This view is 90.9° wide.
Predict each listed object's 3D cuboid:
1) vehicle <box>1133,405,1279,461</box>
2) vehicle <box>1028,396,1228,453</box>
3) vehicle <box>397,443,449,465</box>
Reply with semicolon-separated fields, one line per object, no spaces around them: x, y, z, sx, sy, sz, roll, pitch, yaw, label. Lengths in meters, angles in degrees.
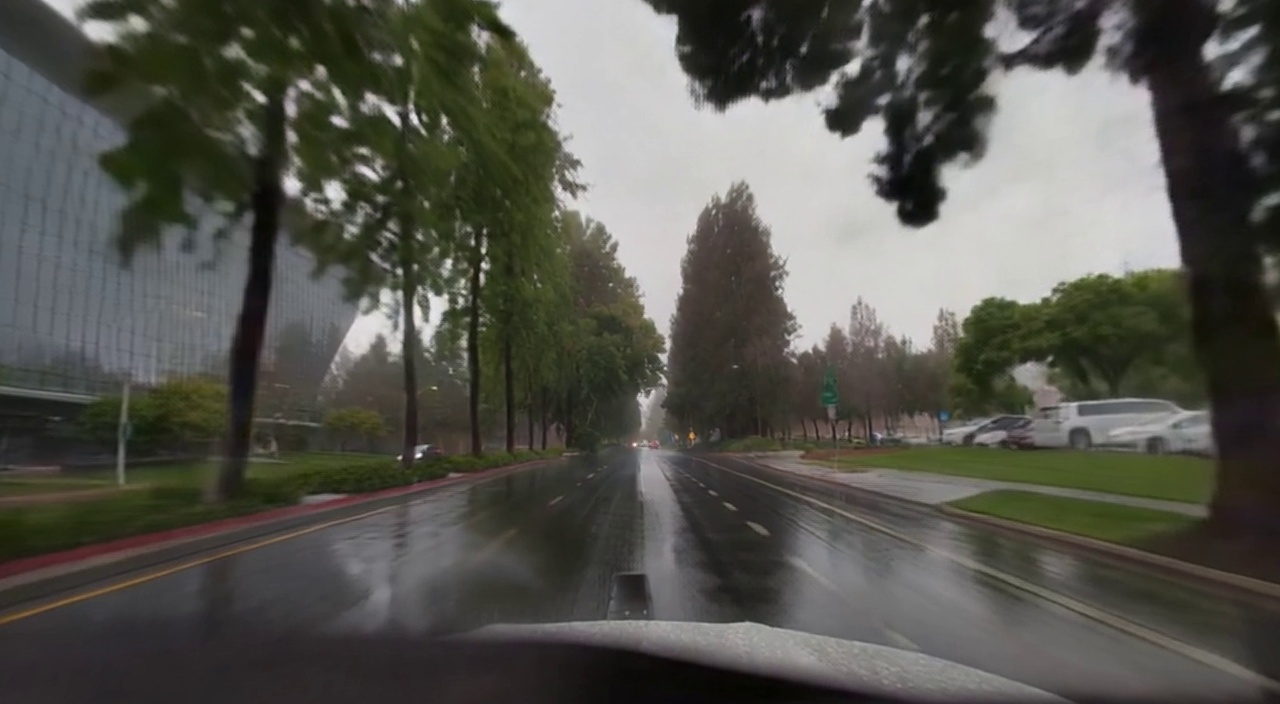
15.012;2.085;16.169;3.277;1.347;1.692;0;-8;-2;vehicle
15.336;2.323;20.030;4.437;1.689;2.332;0;-8;-4;vehicle
-15.383;7.240;44.929;1.982;1.504;4.683;0;-8;1;vehicle
